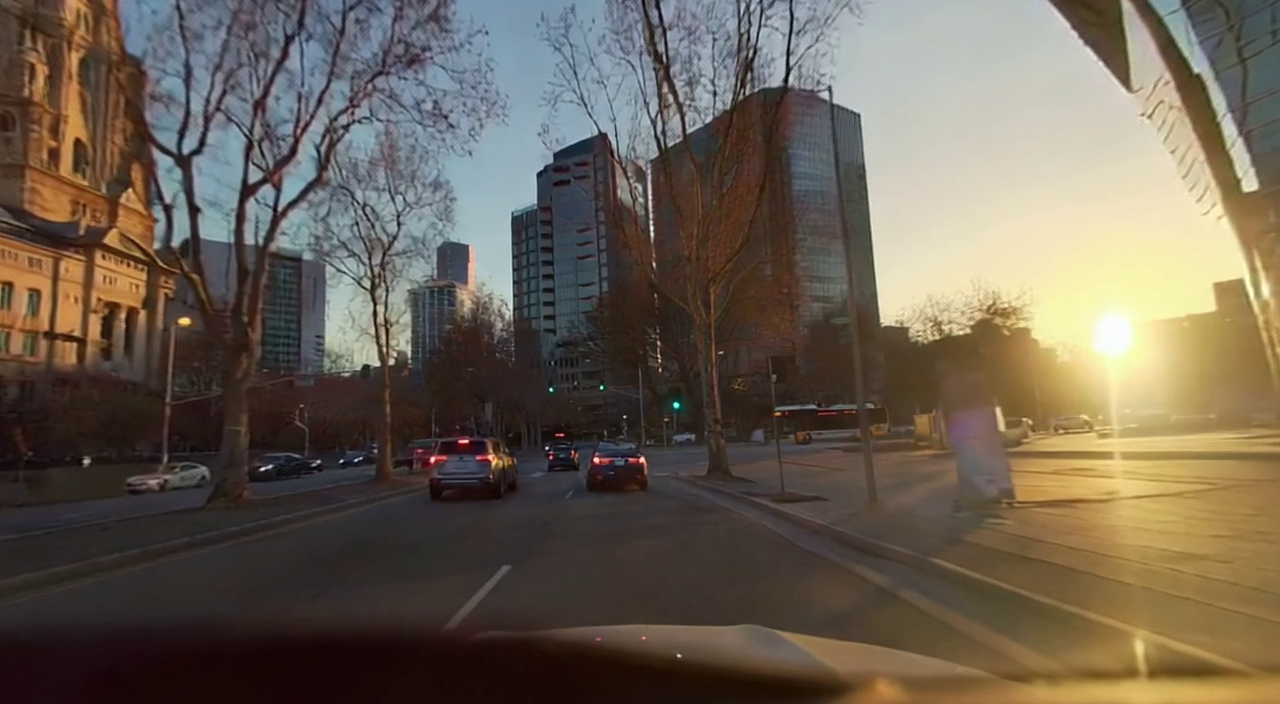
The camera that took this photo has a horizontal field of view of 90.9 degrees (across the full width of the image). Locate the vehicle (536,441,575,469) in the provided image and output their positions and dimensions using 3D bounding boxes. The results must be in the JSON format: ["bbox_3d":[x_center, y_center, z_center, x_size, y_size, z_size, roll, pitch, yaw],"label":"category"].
[{"bbox_3d":[-4.964,6.101,37.521,1.961,1.517,4.202,1,-9,-3],"label":"vehicle"}]

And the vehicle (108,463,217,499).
[{"bbox_3d":[-22.882,6.184,30.479,1.787,1.466,4.708,1,-9,-3],"label":"vehicle"}]

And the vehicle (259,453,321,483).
[{"bbox_3d":[-23.558,7.792,42.648,1.881,1.792,4.640,1,-9,-5],"label":"vehicle"}]

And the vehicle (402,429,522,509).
[{"bbox_3d":[-4.053,2.723,15.007,1.848,1.641,3.686,0,-9,-1],"label":"vehicle"}]

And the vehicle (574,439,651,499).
[{"bbox_3d":[-0.760,3.241,17.832,1.933,1.504,3.802,0,-9,-2],"label":"vehicle"}]
